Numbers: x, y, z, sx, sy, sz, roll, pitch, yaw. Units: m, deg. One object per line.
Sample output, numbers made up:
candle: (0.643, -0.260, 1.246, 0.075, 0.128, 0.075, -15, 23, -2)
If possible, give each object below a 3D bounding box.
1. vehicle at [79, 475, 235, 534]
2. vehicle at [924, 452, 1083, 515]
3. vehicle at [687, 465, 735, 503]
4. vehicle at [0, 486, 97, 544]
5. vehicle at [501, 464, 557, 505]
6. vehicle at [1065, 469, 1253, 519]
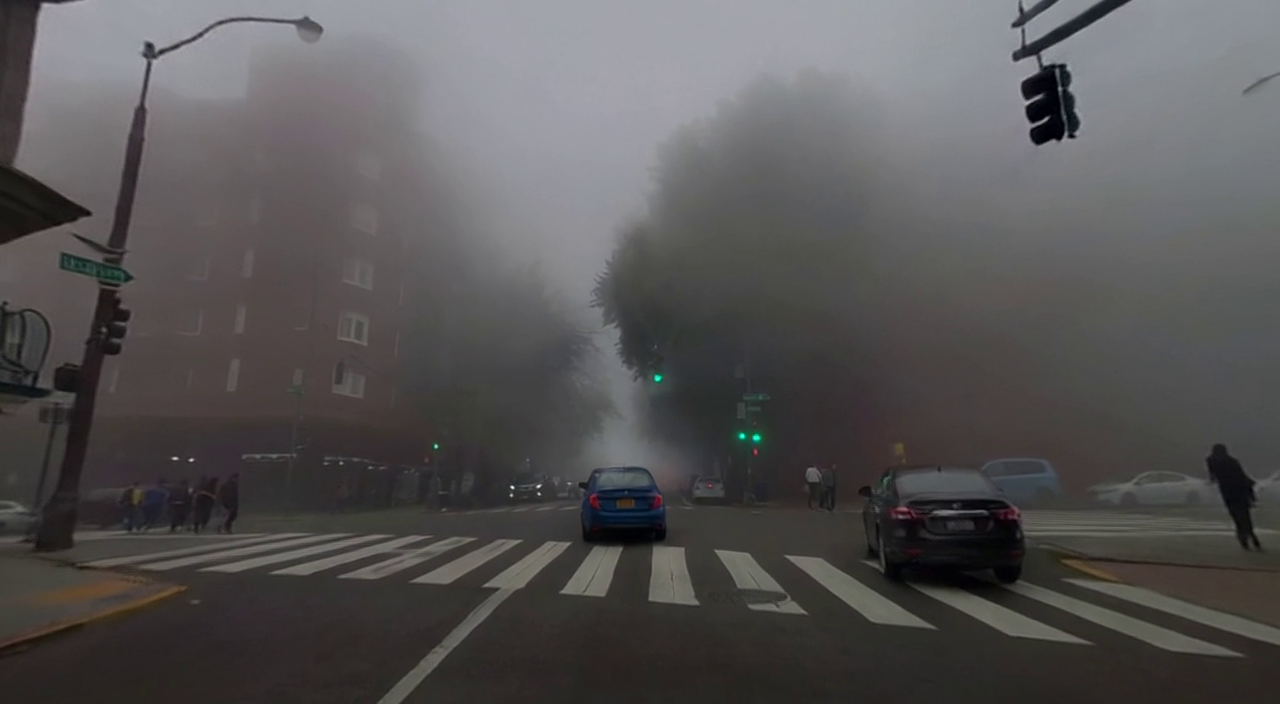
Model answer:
vehicle: (-19.495, 6.148, 25.601, 4.750, 2.083, 2.002, -2, -8, 3)
vehicle: (14.685, 5.314, 25.716, 4.974, 2.266, 2.324, -1, -8, -1)
vehicle: (3.802, 7.171, 34.552, 1.908, 1.741, 4.066, -1, -8, -3)
vehicle: (-25.358, 6.593, 25.616, 4.588, 2.048, 2.110, -1, -8, 1)
vehicle: (-6.021, 7.232, 34.812, 2.226, 1.896, 4.438, -1, -8, 1)
vehicle: (20.805, 5.701, 25.515, 5.345, 1.747, 2.410, -1, -8, 2)
